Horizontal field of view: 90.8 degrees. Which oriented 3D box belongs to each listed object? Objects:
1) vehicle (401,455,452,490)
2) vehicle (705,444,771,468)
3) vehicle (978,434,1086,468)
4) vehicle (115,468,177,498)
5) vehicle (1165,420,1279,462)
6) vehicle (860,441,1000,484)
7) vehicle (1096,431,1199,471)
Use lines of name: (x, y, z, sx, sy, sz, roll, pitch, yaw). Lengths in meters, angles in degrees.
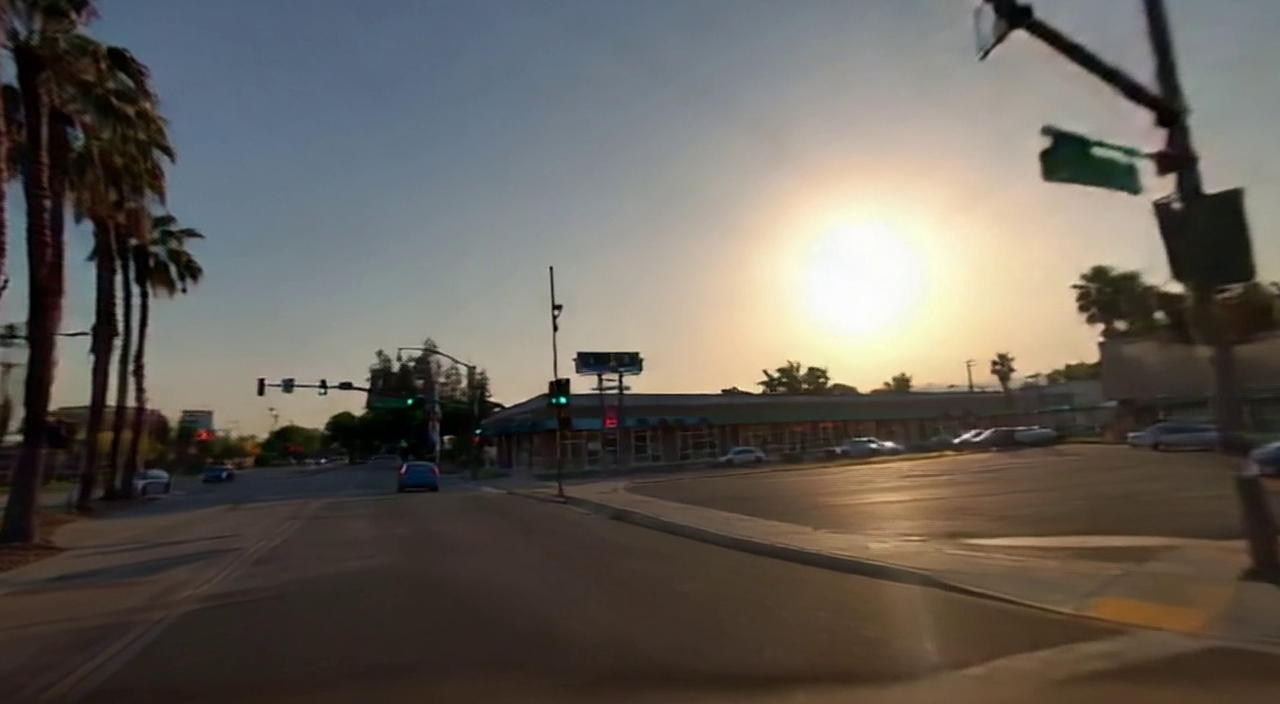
vehicle: (-10.854, 6.022, 31.879, 1.969, 1.555, 4.431, 4, -9, -24)
vehicle: (6.316, 6.797, 41.509, 2.046, 1.481, 4.936, 3, -9, -21)
vehicle: (18.143, 4.586, 29.292, 4.199, 1.459, 1.997, 3, -9, -20)
vehicle: (-31.191, 8.253, 40.060, 2.027, 1.534, 4.779, 4, -10, -25)
vehicle: (26.391, 4.024, 28.612, 4.178, 1.533, 1.992, 6, -9, -17)
vehicle: (10.483, 3.954, 22.883, 4.355, 1.398, 2.085, 3, -9, -21)
vehicle: (25.076, 4.840, 31.221, 4.377, 1.433, 1.867, -3, -3, -20)
